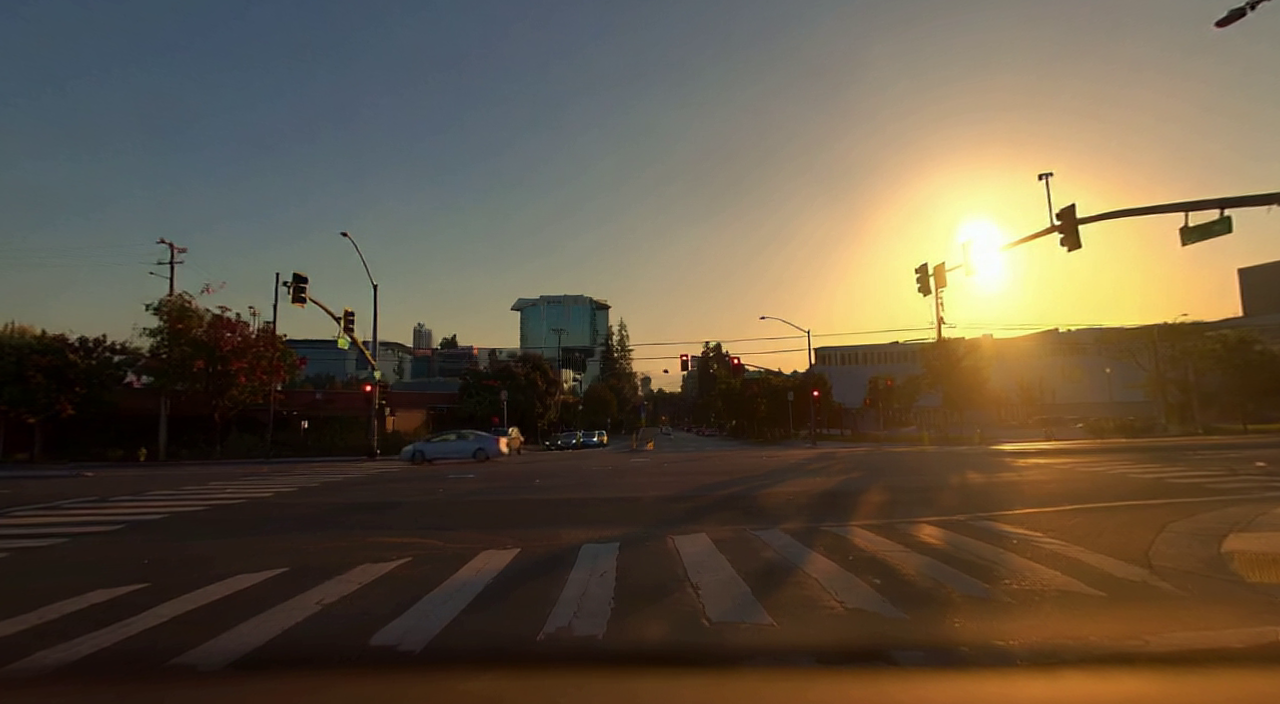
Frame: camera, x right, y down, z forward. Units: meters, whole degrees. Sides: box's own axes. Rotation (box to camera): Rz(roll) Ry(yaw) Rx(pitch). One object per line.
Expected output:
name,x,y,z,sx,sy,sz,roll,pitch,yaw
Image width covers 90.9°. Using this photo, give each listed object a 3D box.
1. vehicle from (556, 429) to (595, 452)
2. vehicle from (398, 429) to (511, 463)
vehicle,-4.392,6.164,43.762,1.919,1.467,4.086,-1,-9,5
vehicle,-8.057,4.124,27.740,4.510,1.431,1.884,1,-9,-9
